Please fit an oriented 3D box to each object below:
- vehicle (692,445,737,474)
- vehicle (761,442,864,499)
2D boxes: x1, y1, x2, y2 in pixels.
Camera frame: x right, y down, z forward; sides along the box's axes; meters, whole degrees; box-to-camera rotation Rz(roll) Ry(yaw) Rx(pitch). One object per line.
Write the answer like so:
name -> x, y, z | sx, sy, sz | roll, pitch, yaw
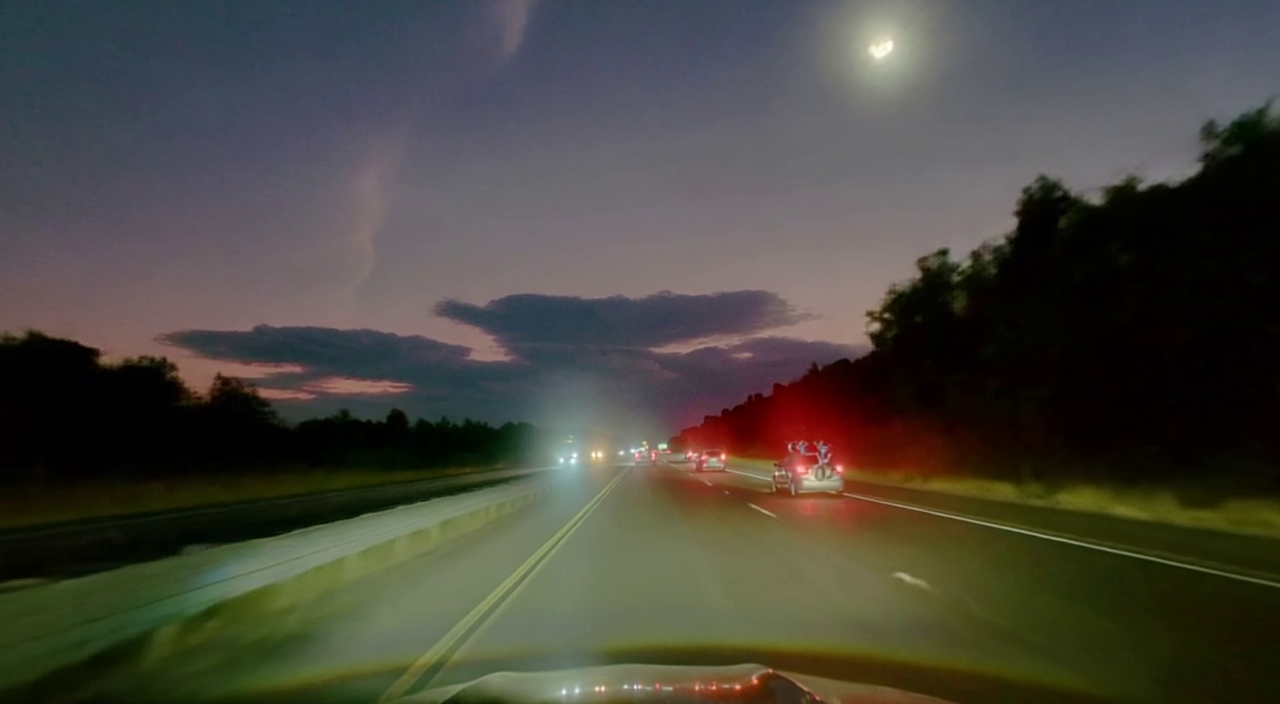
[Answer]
vehicle -> 4.470, 6.543, 38.478 | 2.122, 1.662, 4.392 | 0, -9, 0
vehicle -> 5.050, 3.502, 18.975 | 1.964, 1.513, 3.707 | 0, -9, -1
